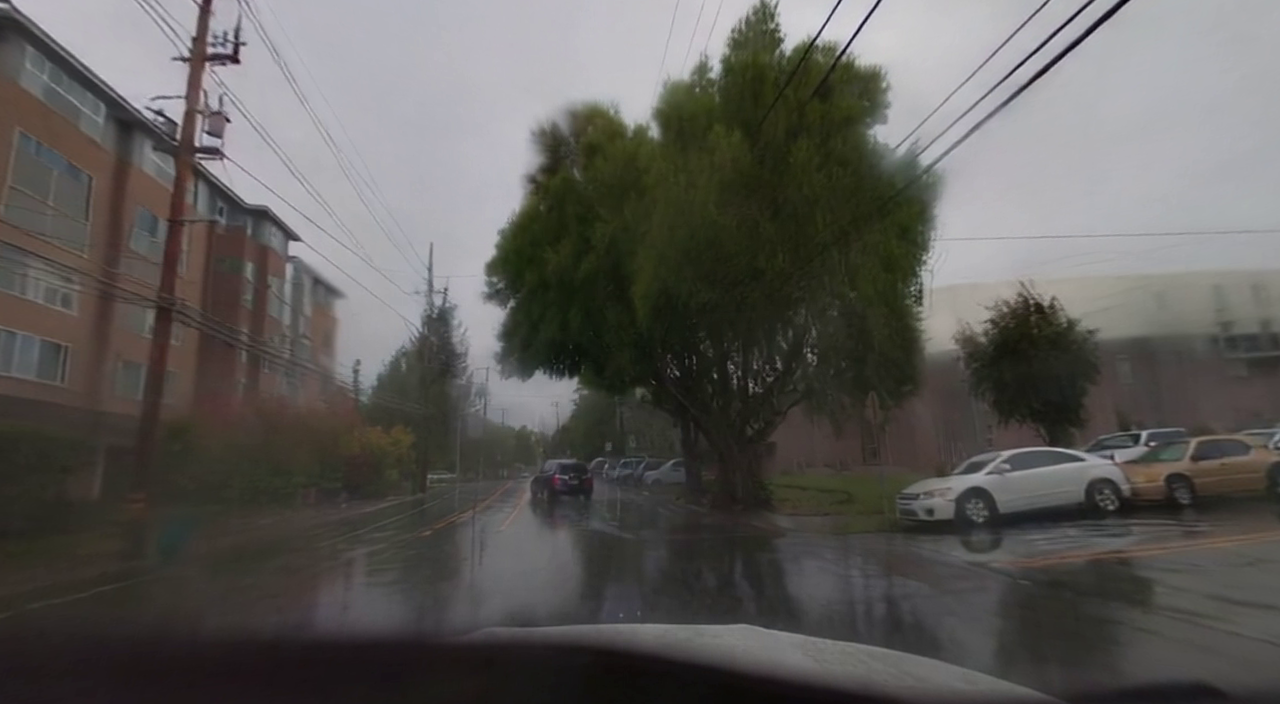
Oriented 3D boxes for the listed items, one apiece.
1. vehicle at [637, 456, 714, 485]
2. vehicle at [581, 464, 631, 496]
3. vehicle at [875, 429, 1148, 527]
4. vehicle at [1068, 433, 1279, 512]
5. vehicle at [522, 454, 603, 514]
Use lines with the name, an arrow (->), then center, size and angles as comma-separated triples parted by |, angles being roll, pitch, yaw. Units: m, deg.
vehicle -> 2.203, 7.427, 39.636 | 4.424, 1.645, 1.820 | 1, -10, -12
vehicle -> -1.833, 6.669, 33.196 | 1.918, 1.475, 4.060 | 2, -10, -13
vehicle -> 8.055, 2.774, 13.942 | 4.877, 1.755, 1.918 | -1, -13, -10
vehicle -> 13.177, 2.830, 15.028 | 4.830, 1.490, 1.878 | -2, -12, -11
vehicle -> -2.962, 4.745, 23.246 | 2.155, 1.872, 4.790 | 2, -9, -16
